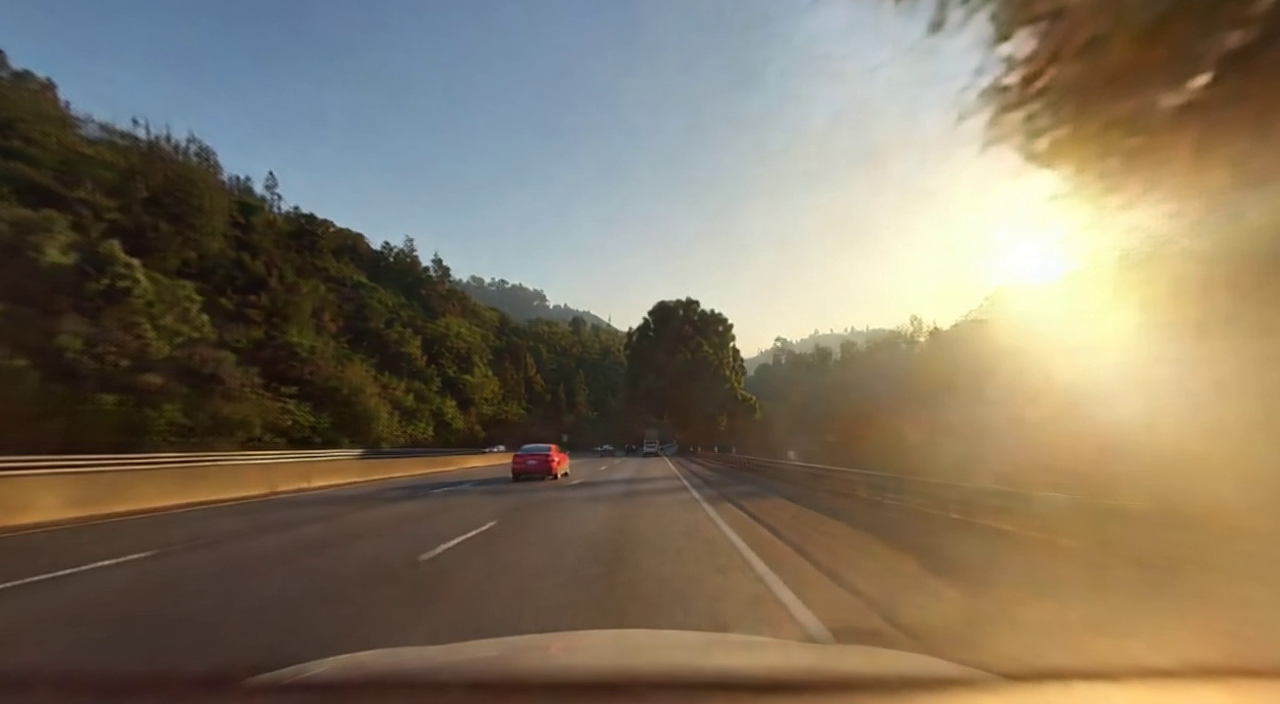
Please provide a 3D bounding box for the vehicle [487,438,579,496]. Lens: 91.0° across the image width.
[{"bbox_3d":[-3.123,3.448,19.321,2.015,1.561,4.469,0,-8,0],"label":"vehicle"}]
